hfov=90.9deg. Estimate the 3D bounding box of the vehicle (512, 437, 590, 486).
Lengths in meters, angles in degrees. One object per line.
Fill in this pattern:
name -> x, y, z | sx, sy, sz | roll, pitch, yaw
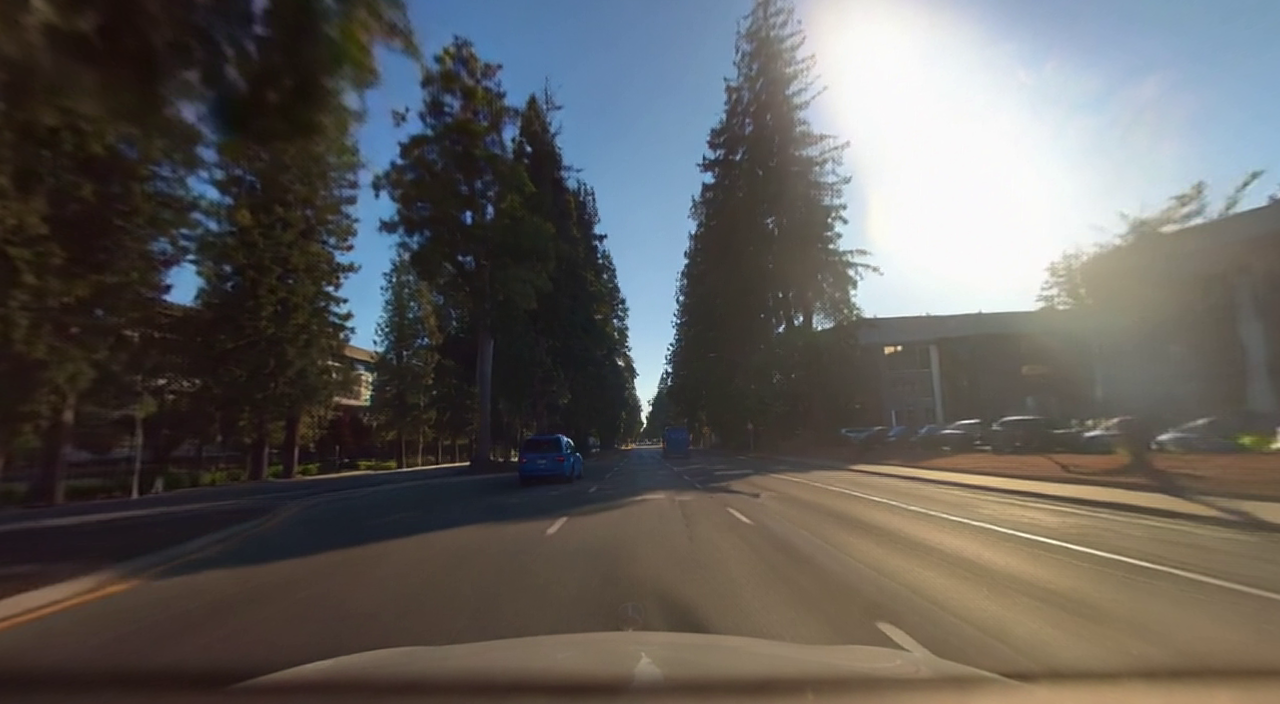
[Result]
vehicle -> -3.131, 3.970, 23.204 | 2.129, 1.602, 4.532 | 0, -8, 1
